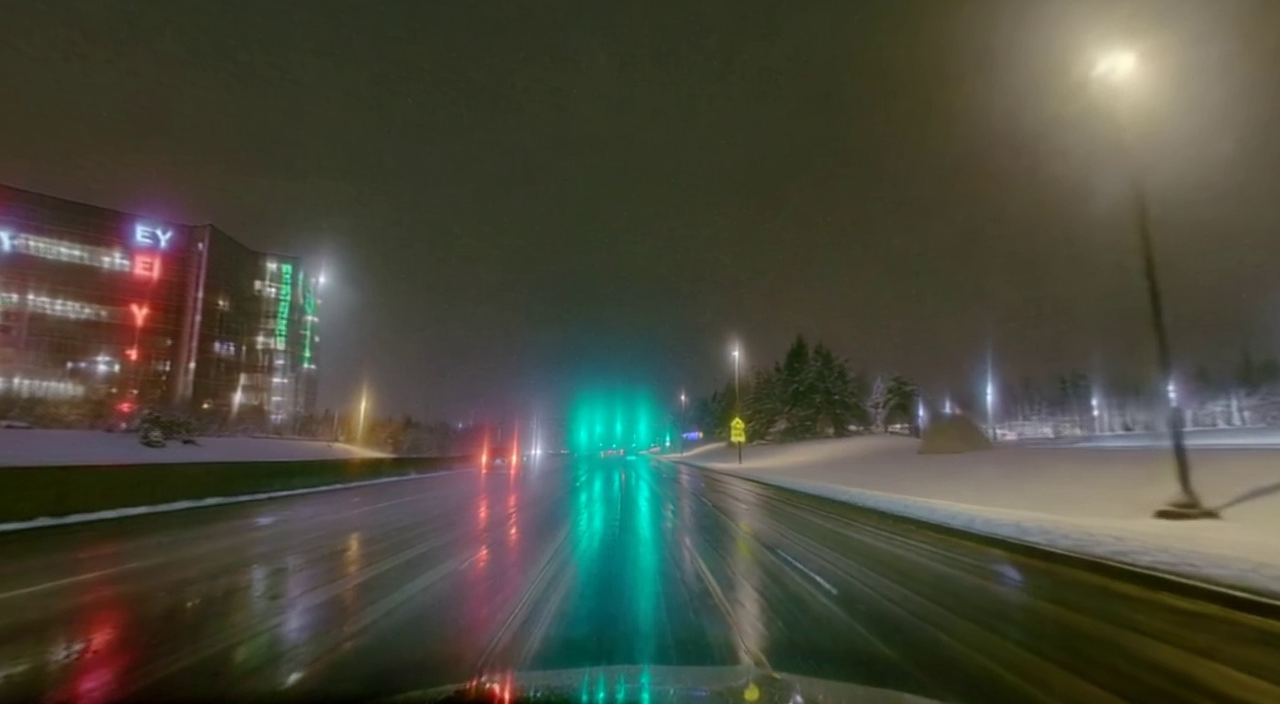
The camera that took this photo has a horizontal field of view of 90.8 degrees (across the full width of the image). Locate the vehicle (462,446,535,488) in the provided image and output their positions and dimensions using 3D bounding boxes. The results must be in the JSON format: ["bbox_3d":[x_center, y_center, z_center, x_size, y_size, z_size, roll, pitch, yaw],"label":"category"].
[{"bbox_3d":[-5.584,4.572,25.464,1.943,1.510,4.201,0,-9,0],"label":"vehicle"}]
